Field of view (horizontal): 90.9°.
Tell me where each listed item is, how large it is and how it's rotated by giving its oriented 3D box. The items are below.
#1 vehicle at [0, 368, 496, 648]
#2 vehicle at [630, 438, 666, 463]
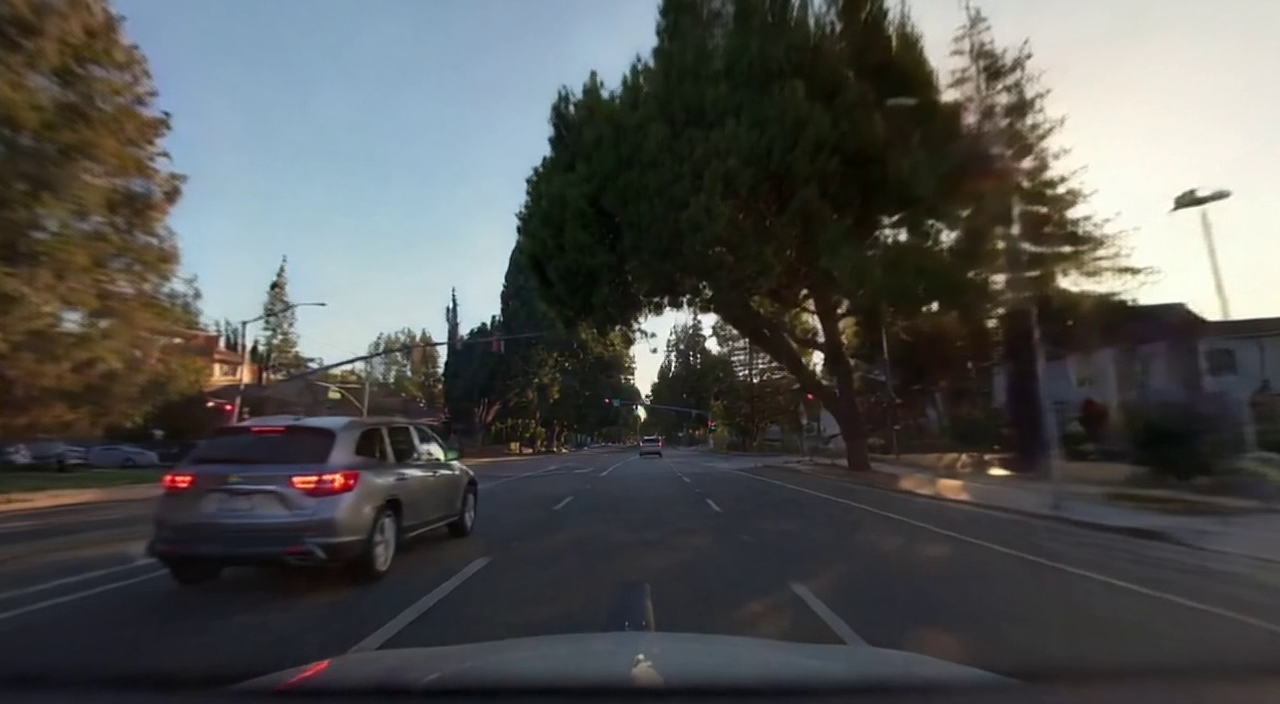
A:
[{"bbox_3d":[-3.506,1.411,6.905,2.459,1.825,5.380,-1,-8,2],"label":"vehicle"},{"bbox_3d":[0.536,7.202,46.193,2.437,1.737,4.420,0,-8,-1],"label":"vehicle"}]
